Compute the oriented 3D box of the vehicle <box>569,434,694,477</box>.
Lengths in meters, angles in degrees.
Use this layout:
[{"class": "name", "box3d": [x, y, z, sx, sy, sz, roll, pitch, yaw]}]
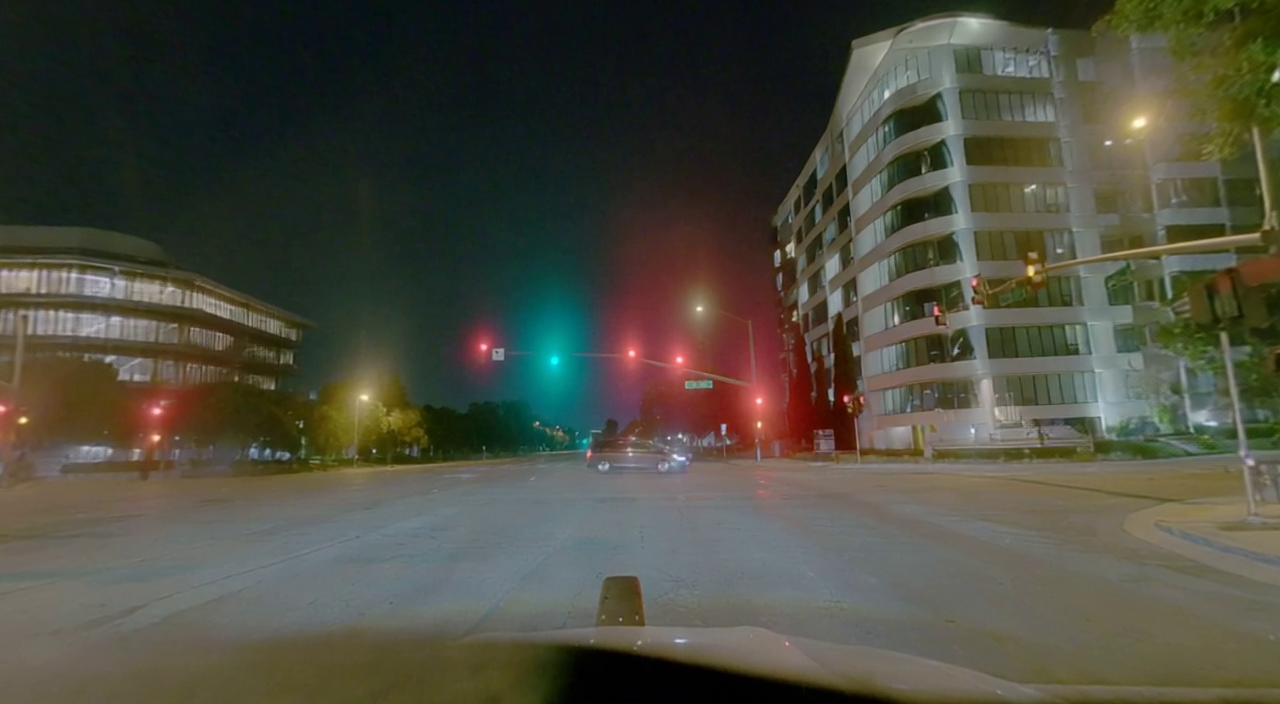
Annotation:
[{"class": "vehicle", "box3d": [-0.414, 4.697, 28.898, 5.357, 1.814, 2.141, -5, -10, 29]}]
